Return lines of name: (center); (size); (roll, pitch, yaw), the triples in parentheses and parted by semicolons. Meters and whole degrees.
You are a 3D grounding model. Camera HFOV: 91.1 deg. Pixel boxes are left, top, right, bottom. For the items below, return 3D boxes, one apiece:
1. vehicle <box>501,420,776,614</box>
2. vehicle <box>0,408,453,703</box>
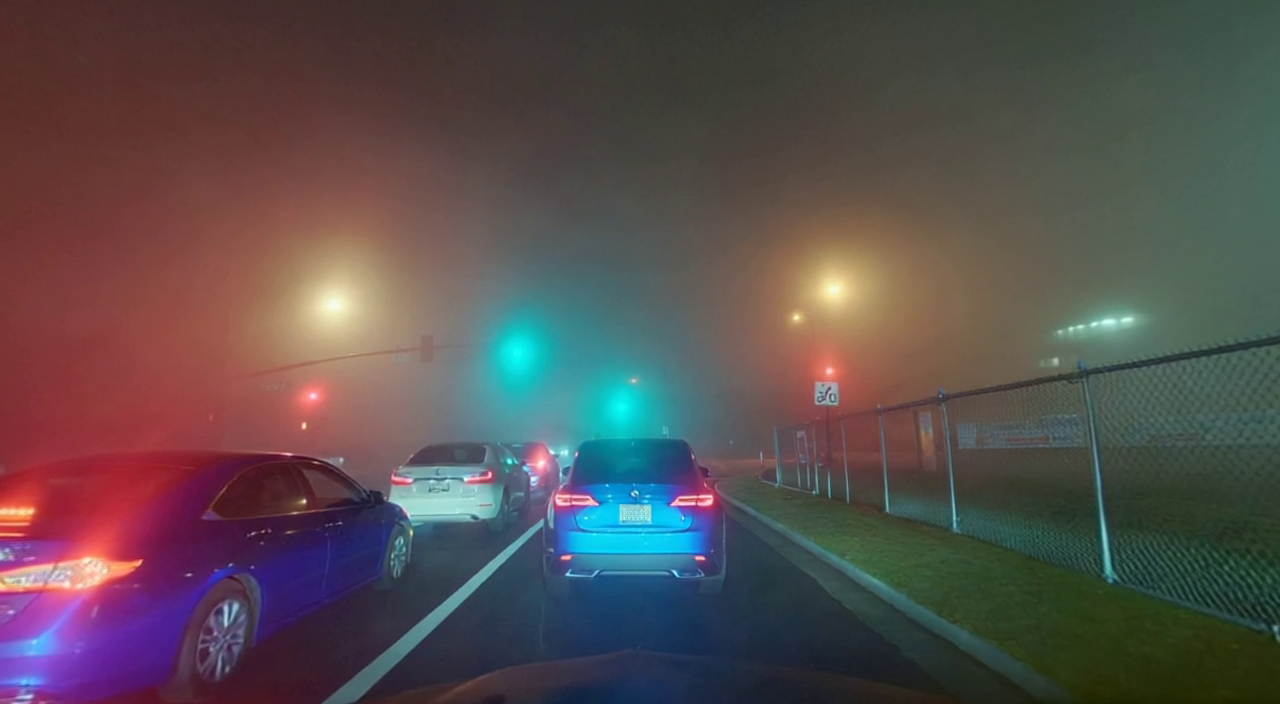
vehicle: (-0.010, 1.604, 7.025); (2.144, 1.514, 4.063); (0, -9, 0)
vehicle: (-3.204, 1.323, 4.893); (1.971, 1.488, 4.581); (0, -9, 1)
